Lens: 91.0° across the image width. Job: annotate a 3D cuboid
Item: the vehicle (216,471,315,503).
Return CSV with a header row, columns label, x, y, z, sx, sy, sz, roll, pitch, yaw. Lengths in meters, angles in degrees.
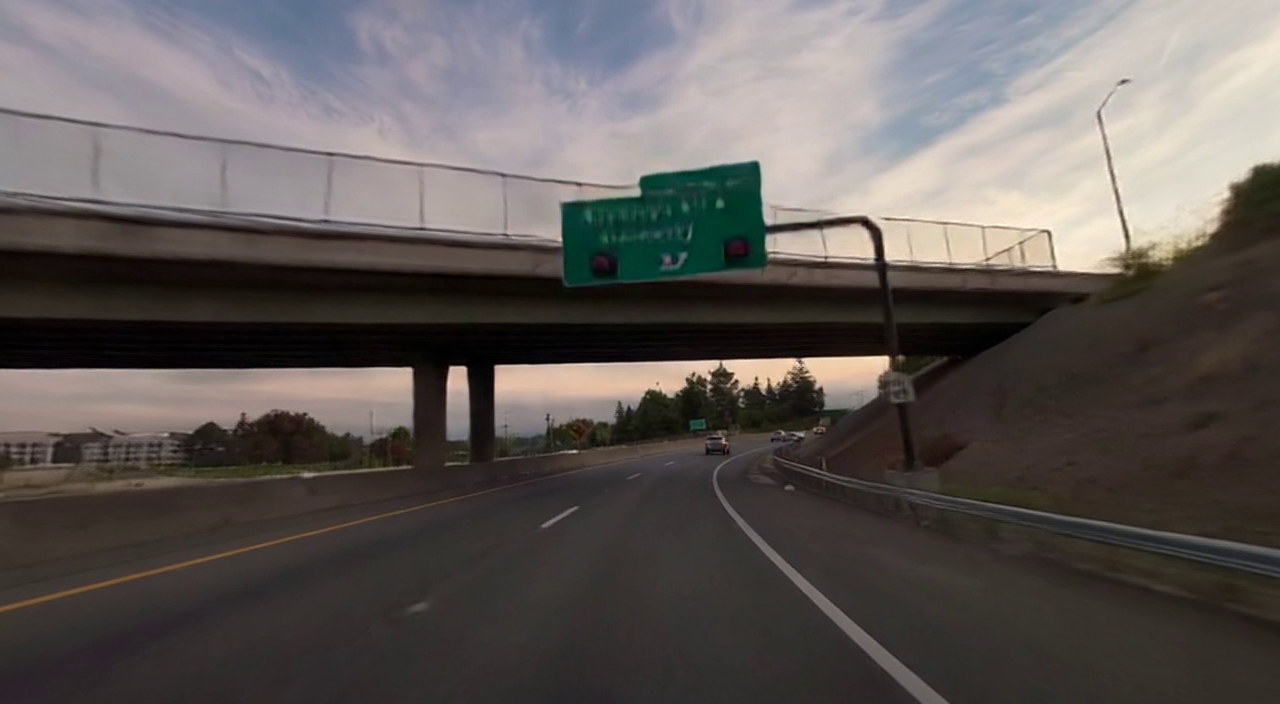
label,x,y,z,sx,sy,sz,roll,pitch,yaw
vehicle,-21.075,7.558,35.526,4.374,1.541,1.860,8,-12,-41
